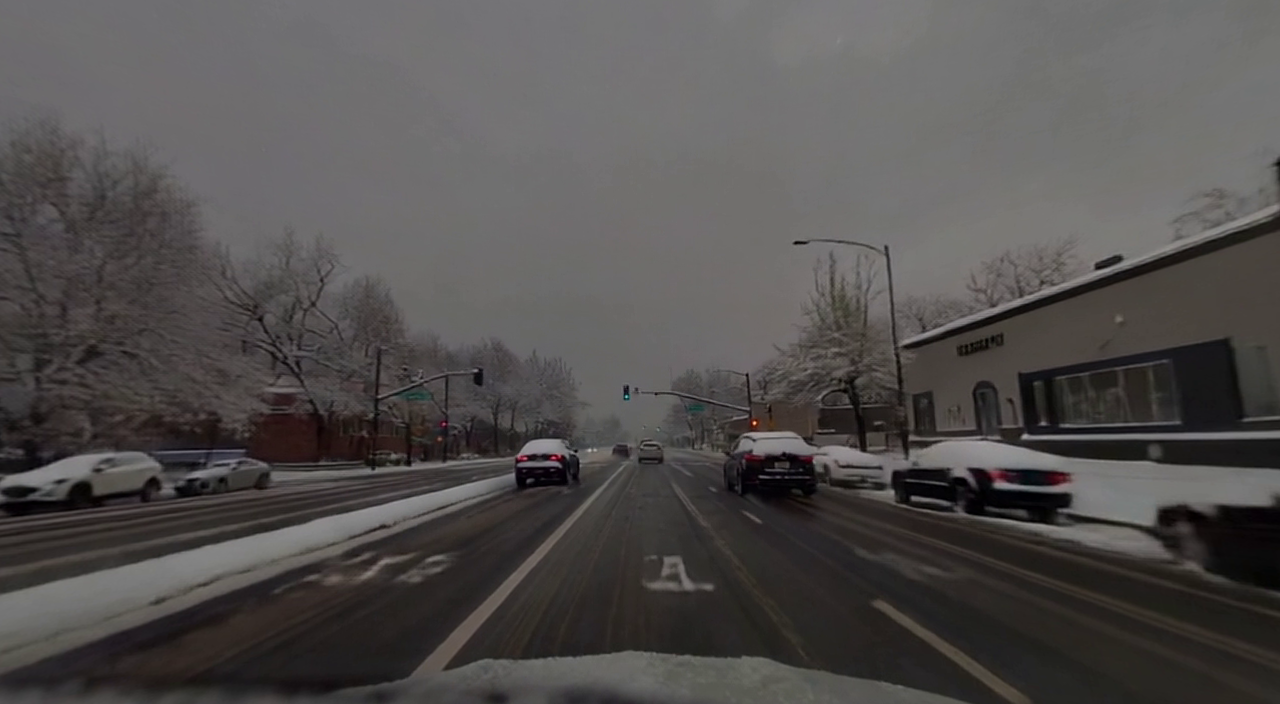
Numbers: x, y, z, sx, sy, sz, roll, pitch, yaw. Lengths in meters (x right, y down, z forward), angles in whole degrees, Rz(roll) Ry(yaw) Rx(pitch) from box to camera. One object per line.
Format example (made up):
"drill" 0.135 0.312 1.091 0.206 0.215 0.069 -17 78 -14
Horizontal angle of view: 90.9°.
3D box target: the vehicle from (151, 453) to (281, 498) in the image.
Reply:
"vehicle" -16.677 4.841 25.159 1.919 1.469 4.719 -2 -8 1

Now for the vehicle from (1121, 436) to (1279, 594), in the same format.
"vehicle" 6.944 1.435 5.328 1.908 1.467 4.837 0 -8 0

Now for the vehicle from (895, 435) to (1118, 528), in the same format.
"vehicle" 7.052 2.498 12.826 1.898 1.524 4.439 -1 -8 1

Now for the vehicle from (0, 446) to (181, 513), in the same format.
"vehicle" -16.991 3.888 19.751 2.001 1.760 4.329 -2 -8 -1

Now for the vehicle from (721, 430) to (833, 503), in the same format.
"vehicle" 3.377 2.898 16.362 1.987 1.637 3.896 0 -8 0

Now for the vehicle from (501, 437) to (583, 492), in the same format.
"vehicle" -2.975 3.496 19.957 1.860 1.510 4.073 -1 -8 1

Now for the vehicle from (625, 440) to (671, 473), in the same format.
"vehicle" 0.367 5.047 30.617 2.103 1.468 4.094 0 -8 0

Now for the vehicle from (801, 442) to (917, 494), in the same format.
"vehicle" 6.963 3.709 20.705 1.920 1.473 4.898 0 -8 -2
